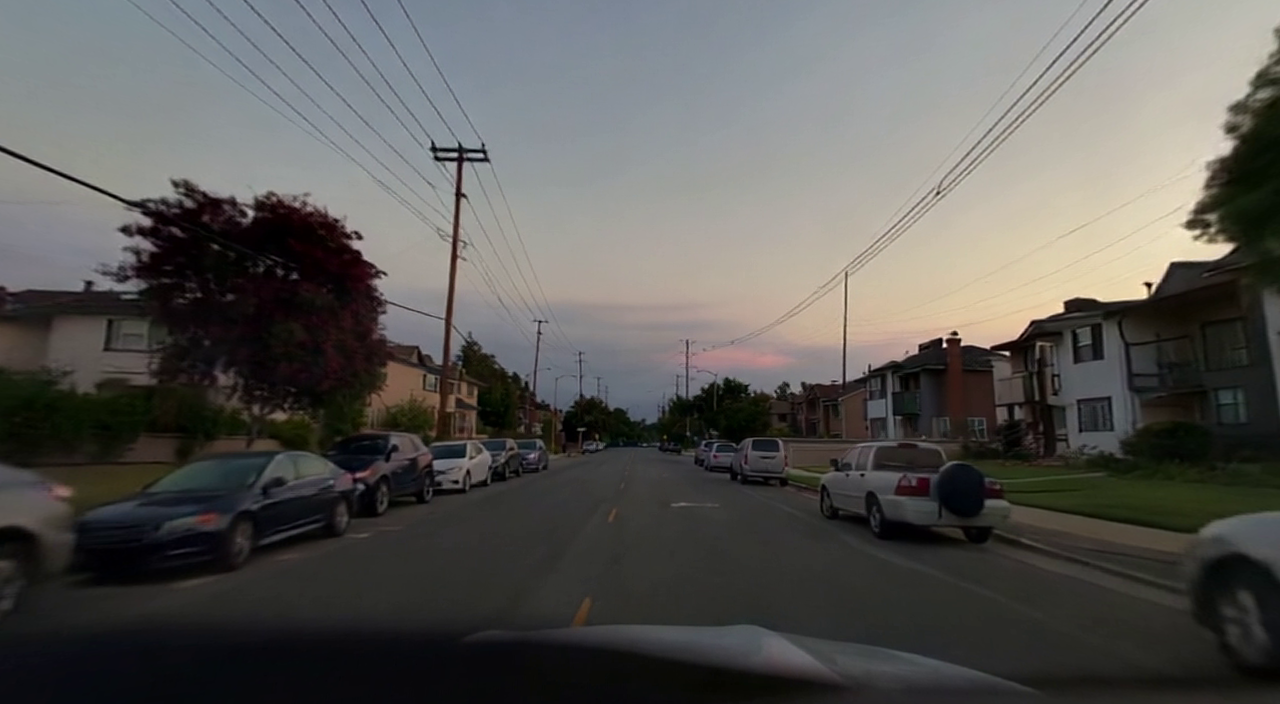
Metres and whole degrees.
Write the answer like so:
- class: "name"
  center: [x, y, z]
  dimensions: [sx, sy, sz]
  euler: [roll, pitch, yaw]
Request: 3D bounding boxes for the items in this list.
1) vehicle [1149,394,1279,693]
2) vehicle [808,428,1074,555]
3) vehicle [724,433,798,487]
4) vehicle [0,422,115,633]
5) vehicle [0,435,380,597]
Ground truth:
- class: "vehicle"
  center: [4.576, 0.892, 2.228]
  dimensions: [1.951, 1.700, 4.485]
  euler: [-1, -9, 3]
- class: "vehicle"
  center: [4.435, 2.112, 10.402]
  dimensions: [1.910, 1.567, 4.856]
  euler: [0, -9, -1]
- class: "vehicle"
  center: [4.246, 3.857, 22.852]
  dimensions: [1.936, 1.756, 4.127]
  euler: [0, -9, 1]
- class: "vehicle"
  center: [-5.359, 1.099, 3.087]
  dimensions: [1.853, 1.447, 4.462]
  euler: [-3, -7, -1]
- class: "vehicle"
  center: [-5.373, 1.891, 8.521]
  dimensions: [1.979, 1.435, 4.785]
  euler: [-2, -7, -3]
